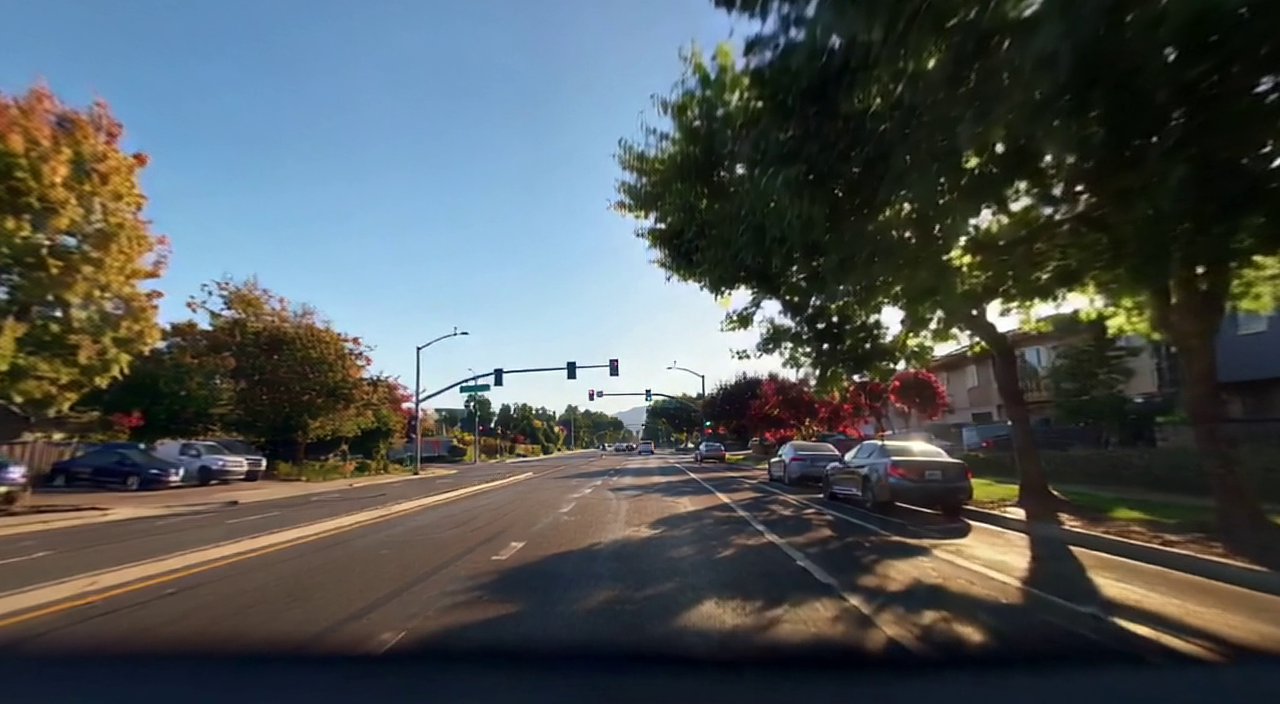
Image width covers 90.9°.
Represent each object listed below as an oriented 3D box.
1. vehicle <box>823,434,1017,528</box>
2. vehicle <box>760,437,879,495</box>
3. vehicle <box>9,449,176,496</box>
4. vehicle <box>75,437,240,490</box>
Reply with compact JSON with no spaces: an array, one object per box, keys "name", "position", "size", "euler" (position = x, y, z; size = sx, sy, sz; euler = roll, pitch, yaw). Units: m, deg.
[{"name":"vehicle","position":[5.116,2.393,12.262],"size":[1.895,1.487,4.176],"euler":[0,-9,1]},{"name":"vehicle","position":[5.234,3.375,19.158],"size":[1.997,1.521,4.747],"euler":[0,-9,-3]},{"name":"vehicle","position":[-19.325,4.254,22.406],"size":[4.145,1.555,1.901],"euler":[0,-8,1]},{"name":"vehicle","position":[-19.525,4.509,25.666],"size":[4.852,2.017,2.342],"euler":[-1,-9,4]}]
